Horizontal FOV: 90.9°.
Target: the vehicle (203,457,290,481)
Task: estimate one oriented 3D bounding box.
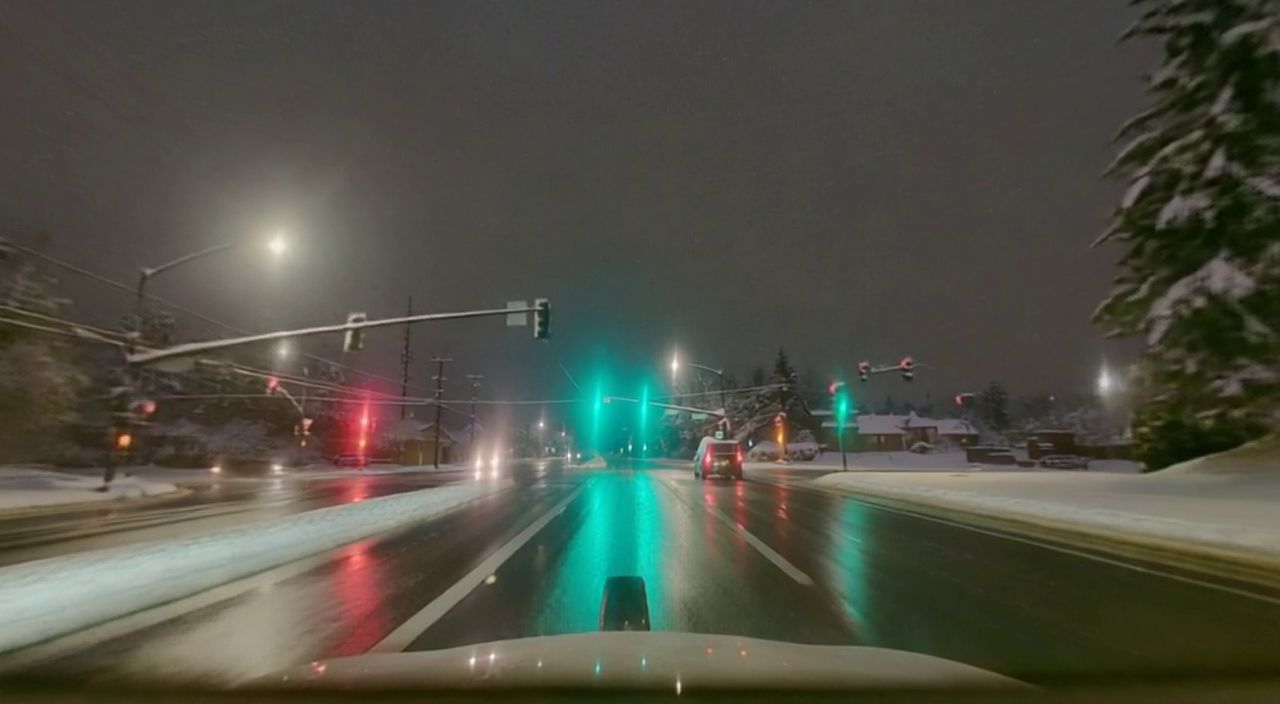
[{"bbox_3d":[-26.348,7.847,42.314,4.447,1.499,1.984,0,-8,0],"label":"vehicle"}]

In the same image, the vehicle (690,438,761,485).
[{"bbox_3d":[3.499,4.578,26.775,2.240,1.781,4.433,0,-8,-2],"label":"vehicle"}]
